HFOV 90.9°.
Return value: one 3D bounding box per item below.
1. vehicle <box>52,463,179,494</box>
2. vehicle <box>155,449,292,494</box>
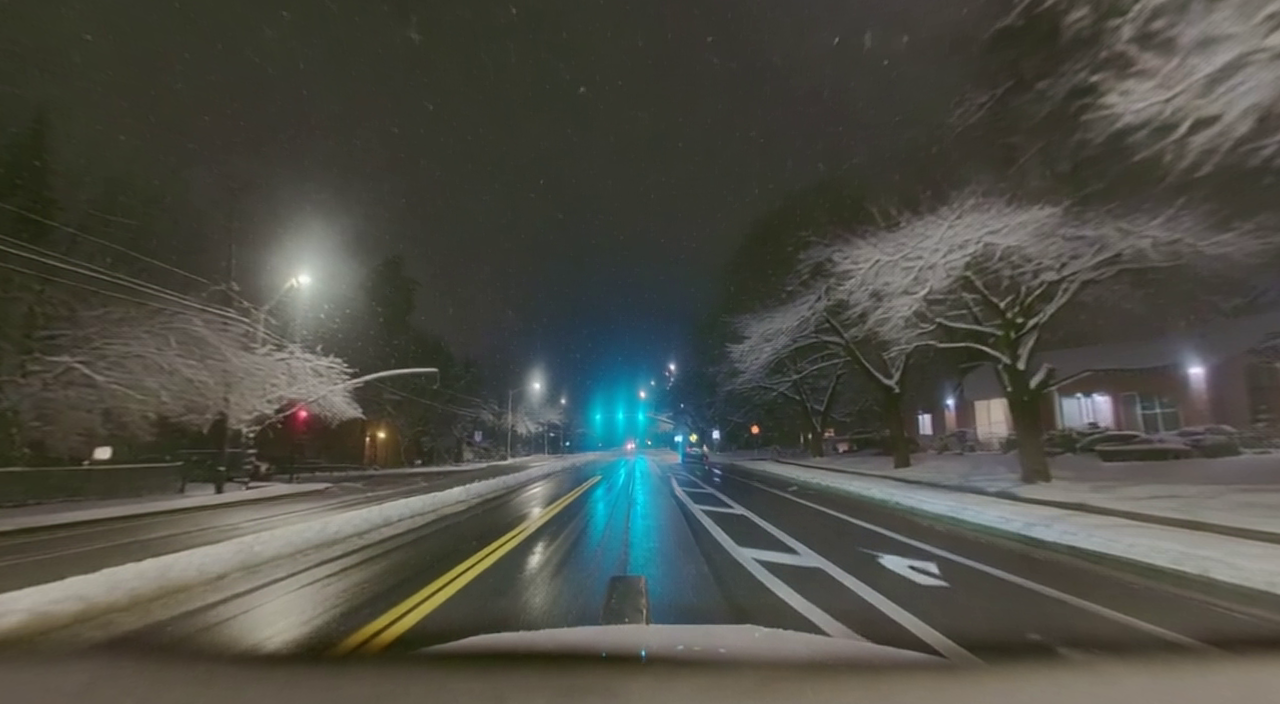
[{"bbox_3d":[-27.752,6.712,33.499,4.696,1.518,2.224,0,-8,-2],"label":"vehicle"},{"bbox_3d":[-21.913,6.285,33.322,5.841,1.902,2.244,-4,-9,4],"label":"vehicle"}]
